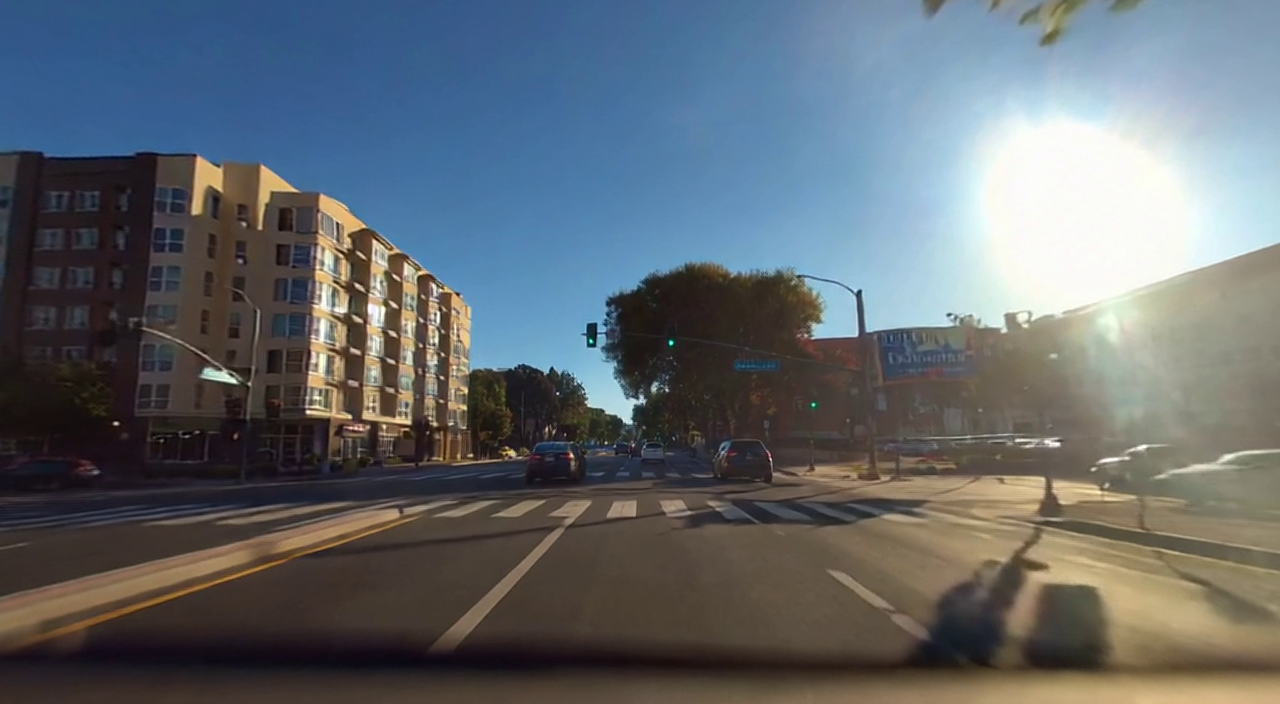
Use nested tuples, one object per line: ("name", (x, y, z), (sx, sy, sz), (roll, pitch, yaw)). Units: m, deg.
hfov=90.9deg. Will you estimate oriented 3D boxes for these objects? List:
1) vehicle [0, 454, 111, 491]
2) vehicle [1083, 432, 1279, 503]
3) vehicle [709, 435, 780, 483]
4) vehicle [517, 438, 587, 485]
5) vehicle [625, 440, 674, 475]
("vehicle", (-26.580, 5.279, 27.780), (4.604, 1.491, 2.125), (0, -9, 0))
("vehicle", (15.676, 3.192, 17.662), (4.921, 1.841, 1.957), (0, -9, 1))
("vehicle", (3.806, 3.965, 23.588), (1.987, 1.637, 3.896), (0, -9, 0))
("vehicle", (-3.057, 3.896, 22.650), (1.860, 1.510, 4.073), (0, -9, 1))
("vehicle", (0.422, 4.873, 29.334), (2.103, 1.468, 4.094), (0, -9, 0))
